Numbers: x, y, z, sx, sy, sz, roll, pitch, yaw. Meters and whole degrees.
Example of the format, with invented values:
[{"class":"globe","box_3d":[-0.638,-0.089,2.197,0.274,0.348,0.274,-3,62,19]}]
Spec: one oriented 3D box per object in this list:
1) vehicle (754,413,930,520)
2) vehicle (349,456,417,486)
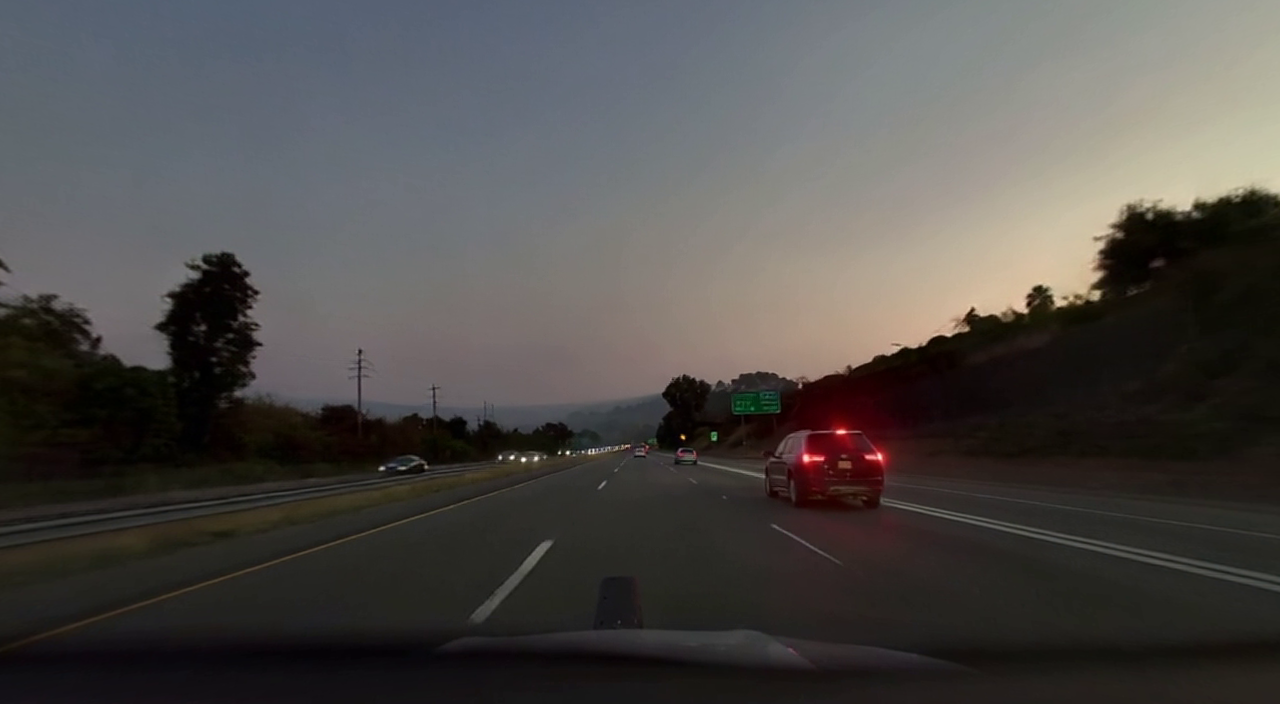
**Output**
[{"class":"vehicle","box_3d":[4.163,2.502,14.093,2.177,1.914,5.245,0,-9,0]},{"class":"vehicle","box_3d":[-14.005,6.503,34.450,1.890,1.465,4.346,0,-9,0]}]
